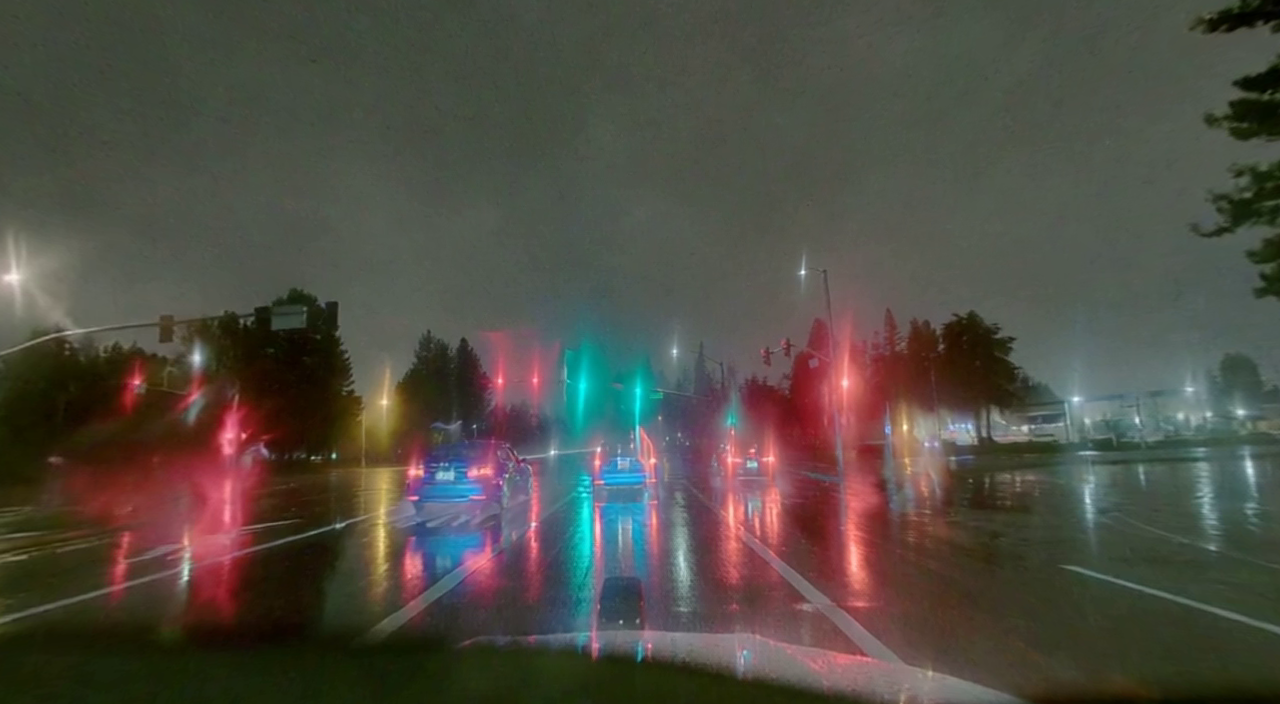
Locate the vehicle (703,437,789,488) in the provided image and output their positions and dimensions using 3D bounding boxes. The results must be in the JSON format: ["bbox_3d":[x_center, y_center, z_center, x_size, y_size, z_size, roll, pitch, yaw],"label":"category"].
[{"bbox_3d":[3.269,3.511,20.439,1.970,1.449,4.433,0,-8,-1],"label":"vehicle"}]

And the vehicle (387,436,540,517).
[{"bbox_3d":[-3.608,2.626,13.907,2.052,1.472,4.479,0,-8,0],"label":"vehicle"}]

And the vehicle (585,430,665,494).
[{"bbox_3d":[-0.378,3.112,18.170,2.038,1.599,3.844,0,-8,0],"label":"vehicle"}]
